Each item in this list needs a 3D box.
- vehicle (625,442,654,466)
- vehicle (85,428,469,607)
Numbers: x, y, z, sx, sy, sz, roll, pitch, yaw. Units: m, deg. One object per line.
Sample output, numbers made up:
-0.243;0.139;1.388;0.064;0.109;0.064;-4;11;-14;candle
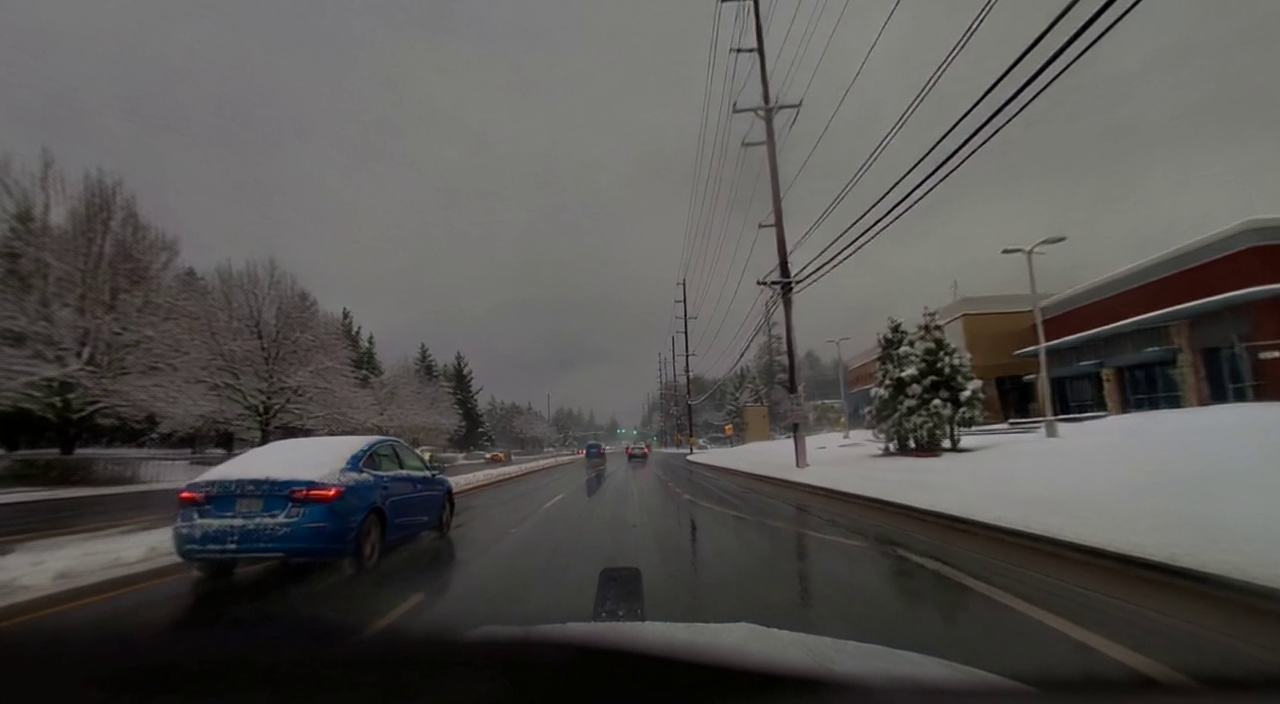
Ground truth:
-0.033;8.023;49.719;2.182;1.773;4.041;0;-8;0;vehicle
-3.696;1.742;7.695;1.928;1.488;4.635;0;-8;0;vehicle
